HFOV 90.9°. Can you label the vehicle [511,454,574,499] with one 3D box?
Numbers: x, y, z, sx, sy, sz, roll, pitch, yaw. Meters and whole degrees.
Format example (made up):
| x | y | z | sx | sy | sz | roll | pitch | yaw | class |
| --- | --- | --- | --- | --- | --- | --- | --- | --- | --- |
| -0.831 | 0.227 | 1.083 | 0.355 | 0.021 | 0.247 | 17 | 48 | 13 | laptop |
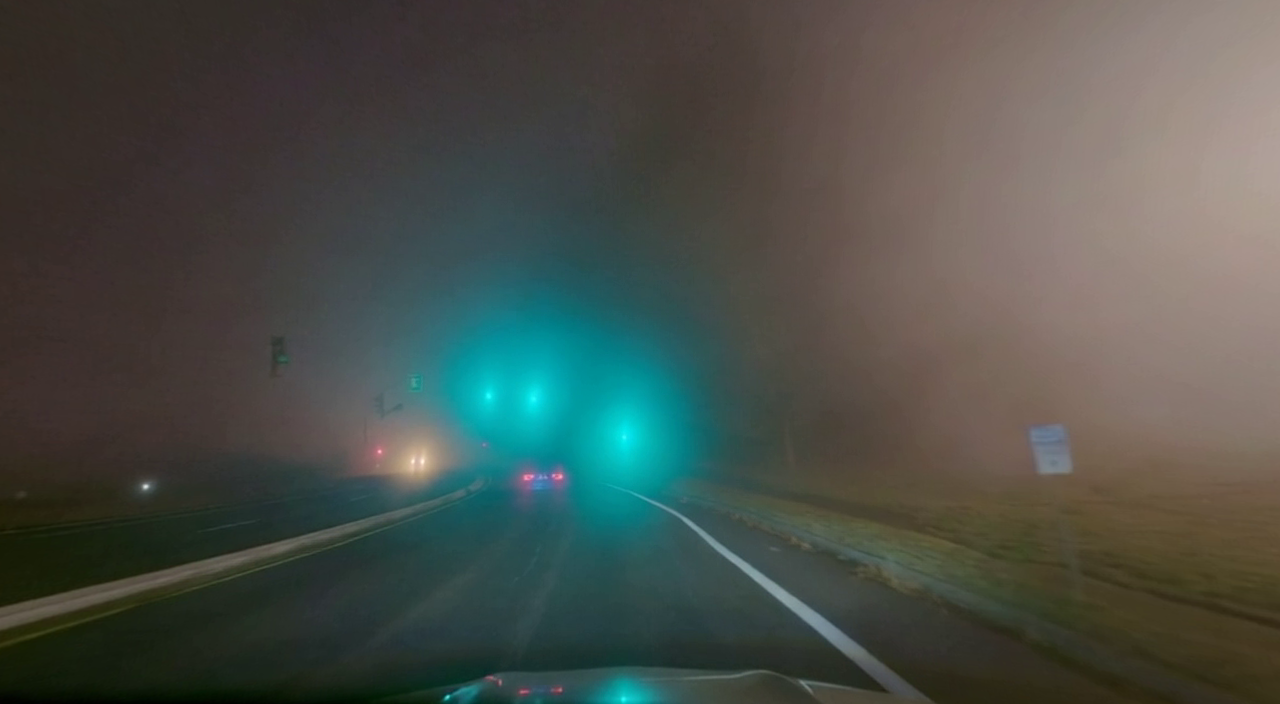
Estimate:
| x | y | z | sx | sy | sz | roll | pitch | yaw | class |
| --- | --- | --- | --- | --- | --- | --- | --- | --- | --- |
| -3.802 | 4.714 | 24.252 | 2.148 | 1.521 | 4.089 | 2 | -9 | -10 | vehicle |
